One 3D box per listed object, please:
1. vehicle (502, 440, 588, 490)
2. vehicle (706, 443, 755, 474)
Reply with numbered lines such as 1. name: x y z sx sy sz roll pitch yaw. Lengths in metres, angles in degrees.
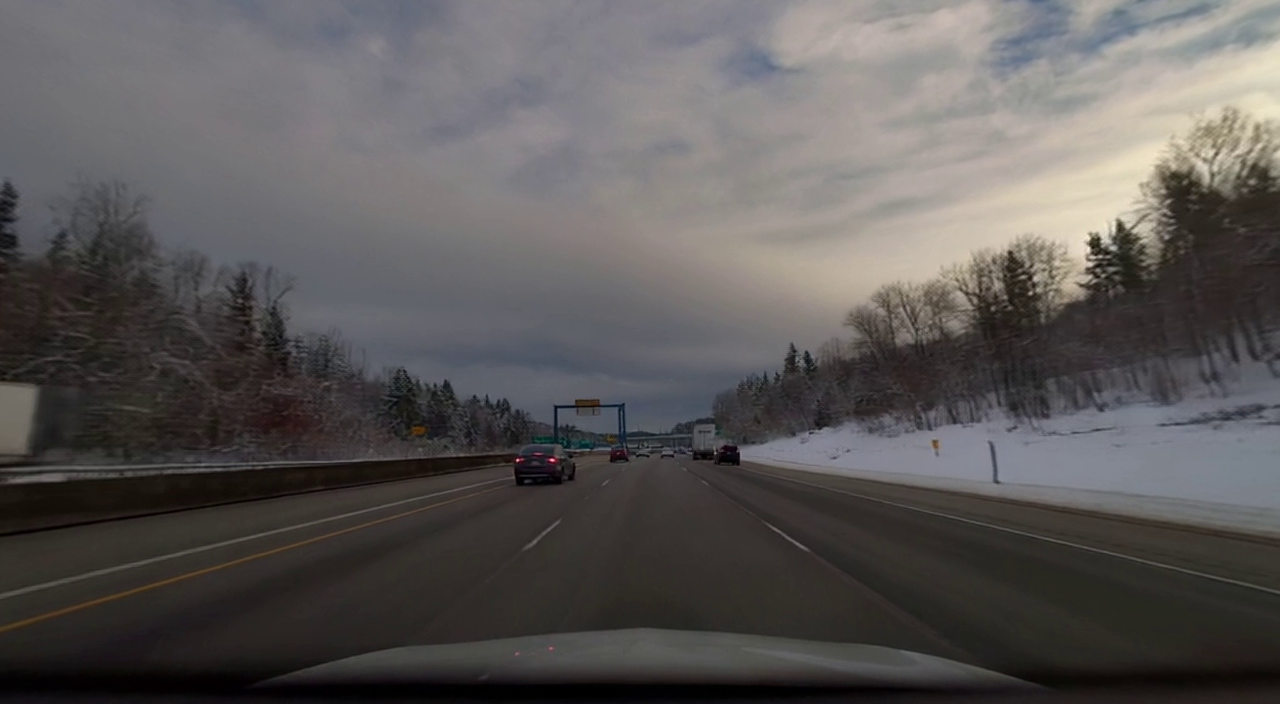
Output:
1. vehicle: -3.180 3.918 22.177 2.085 1.530 4.809 0 -9 2
2. vehicle: 4.964 5.915 35.091 2.176 1.598 3.878 0 -9 1
